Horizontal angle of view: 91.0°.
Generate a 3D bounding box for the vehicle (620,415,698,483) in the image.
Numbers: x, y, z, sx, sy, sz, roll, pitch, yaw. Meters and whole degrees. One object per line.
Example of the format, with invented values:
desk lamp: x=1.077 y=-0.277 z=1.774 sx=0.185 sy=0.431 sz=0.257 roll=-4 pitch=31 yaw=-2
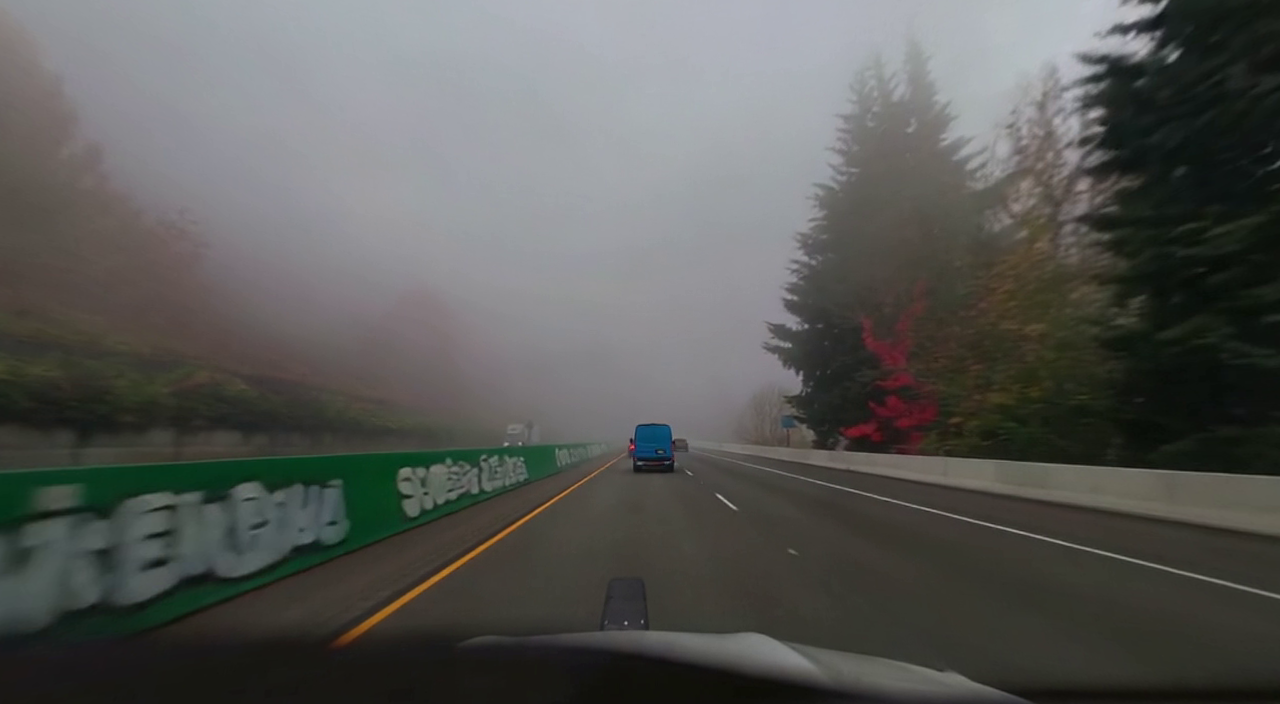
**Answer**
vehicle: x=0.549 y=3.170 z=20.722 sx=2.283 sy=1.956 sz=4.421 roll=0 pitch=-8 yaw=0
